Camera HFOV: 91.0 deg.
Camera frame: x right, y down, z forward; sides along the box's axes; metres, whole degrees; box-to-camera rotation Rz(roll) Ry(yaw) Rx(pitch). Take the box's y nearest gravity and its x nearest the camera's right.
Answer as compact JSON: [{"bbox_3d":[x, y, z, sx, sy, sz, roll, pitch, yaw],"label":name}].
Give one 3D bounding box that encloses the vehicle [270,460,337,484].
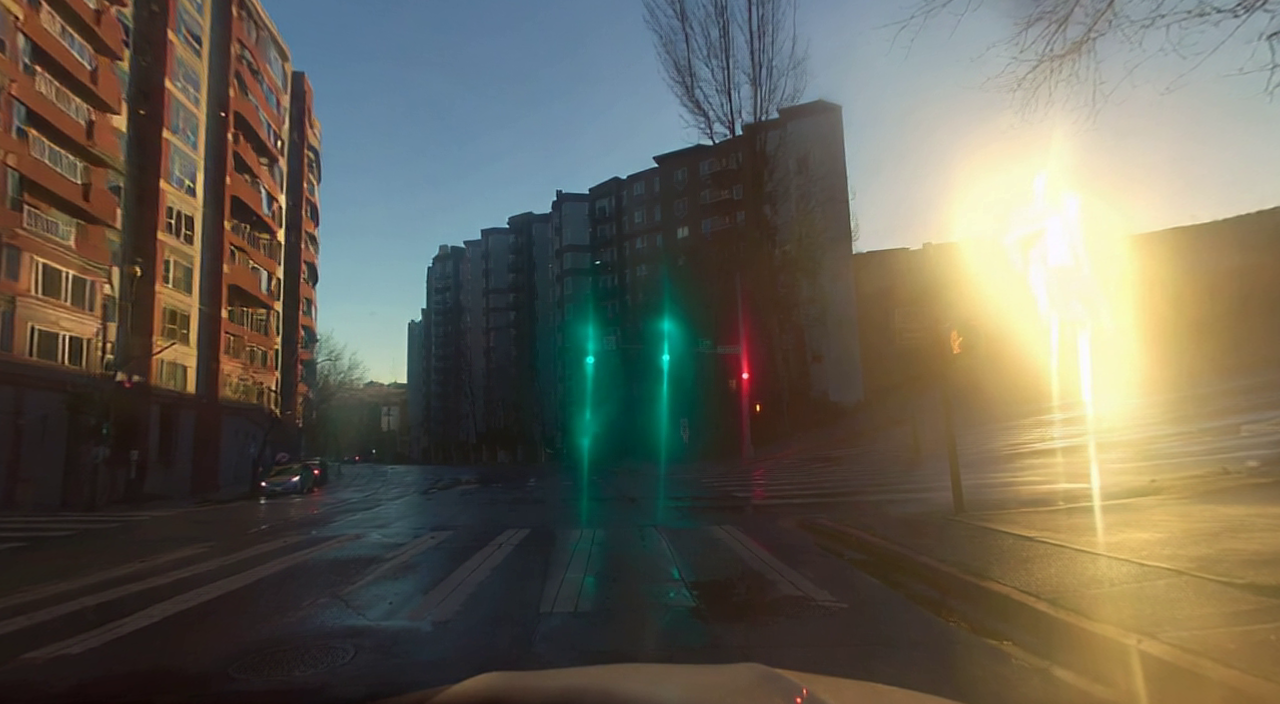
[{"bbox_3d":[-24.671,8.804,46.269,3.882,1.600,1.768,0,-9,2],"label":"vehicle"}]
